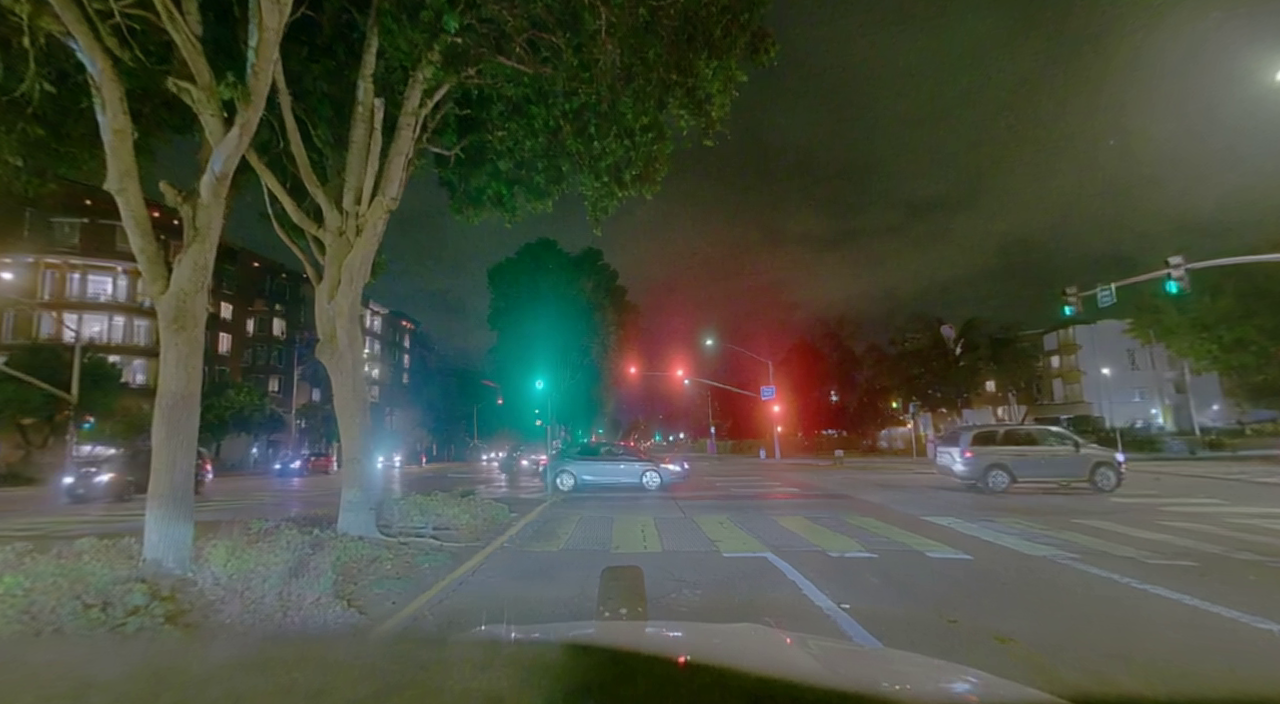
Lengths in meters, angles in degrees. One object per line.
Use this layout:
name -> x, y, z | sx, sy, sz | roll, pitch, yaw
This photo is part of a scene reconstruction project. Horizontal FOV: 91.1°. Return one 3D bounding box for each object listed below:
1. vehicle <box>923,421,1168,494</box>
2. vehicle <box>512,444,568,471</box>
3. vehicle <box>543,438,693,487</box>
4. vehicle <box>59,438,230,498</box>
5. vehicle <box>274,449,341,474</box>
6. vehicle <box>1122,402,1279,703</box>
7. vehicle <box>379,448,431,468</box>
vehicle -> 10.068, 2.661, 16.025 | 4.759, 1.670, 1.972 | -1, -9, 9
vehicle -> -6.010, 6.202, 37.214 | 2.006, 1.515, 5.017 | 4, -9, -24
vehicle -> -0.794, 3.656, 21.103 | 4.719, 1.449, 2.026 | -6, -10, 34
vehicle -> -15.651, 3.646, 20.214 | 1.944, 1.683, 4.343 | 0, -8, -1
vehicle -> -21.781, 7.175, 41.343 | 1.853, 1.456, 4.531 | 0, -8, 0
vehicle -> 3.093, 0.656, 0.425 | 1.990, 1.454, 4.490 | 0, -8, 1
vehicle -> -18.516, 8.358, 49.761 | 2.203, 1.471, 4.723 | 0, -8, 1
